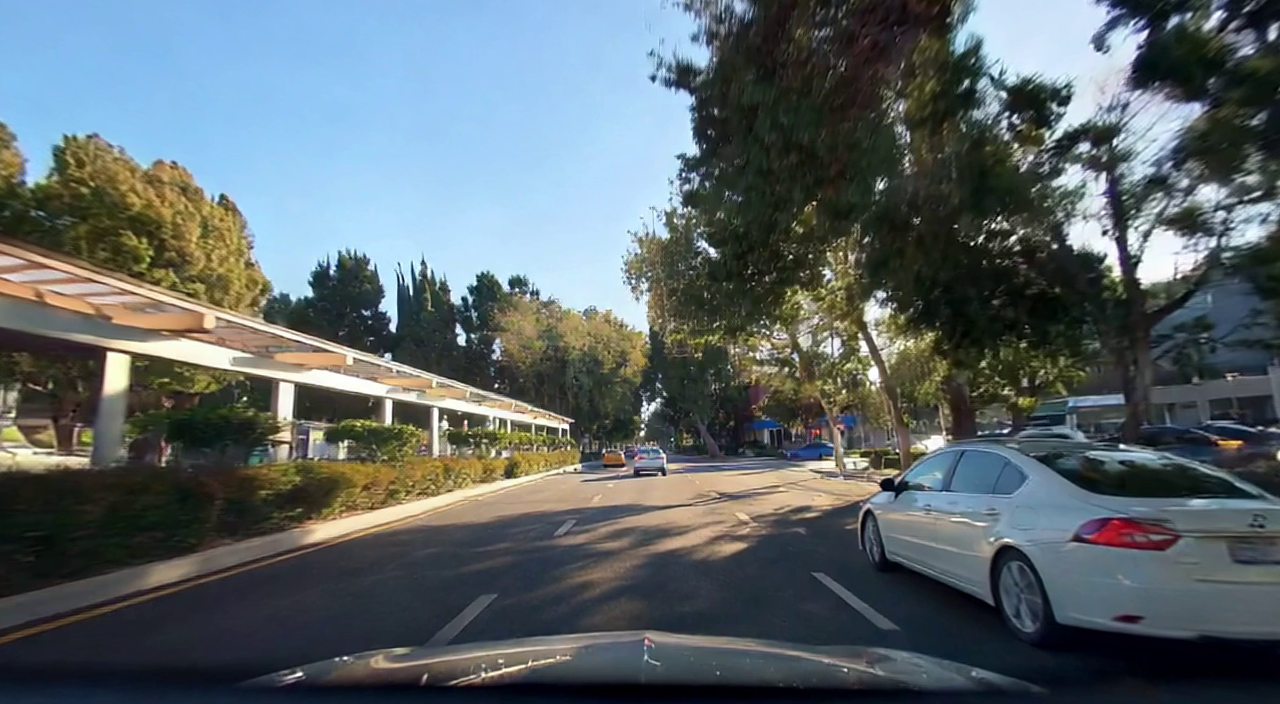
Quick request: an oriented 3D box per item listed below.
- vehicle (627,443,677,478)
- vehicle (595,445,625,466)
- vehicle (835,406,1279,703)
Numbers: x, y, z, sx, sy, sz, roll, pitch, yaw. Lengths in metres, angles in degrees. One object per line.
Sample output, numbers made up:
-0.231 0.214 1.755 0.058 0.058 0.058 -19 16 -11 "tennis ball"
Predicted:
0.533 5.036 29.470 2.144 1.505 4.128 0 -8 0 "vehicle"
-2.228 7.884 48.314 2.036 1.481 4.151 -1 -8 1 "vehicle"
3.340 1.330 5.194 2.067 1.497 4.327 0 -8 0 "vehicle"
